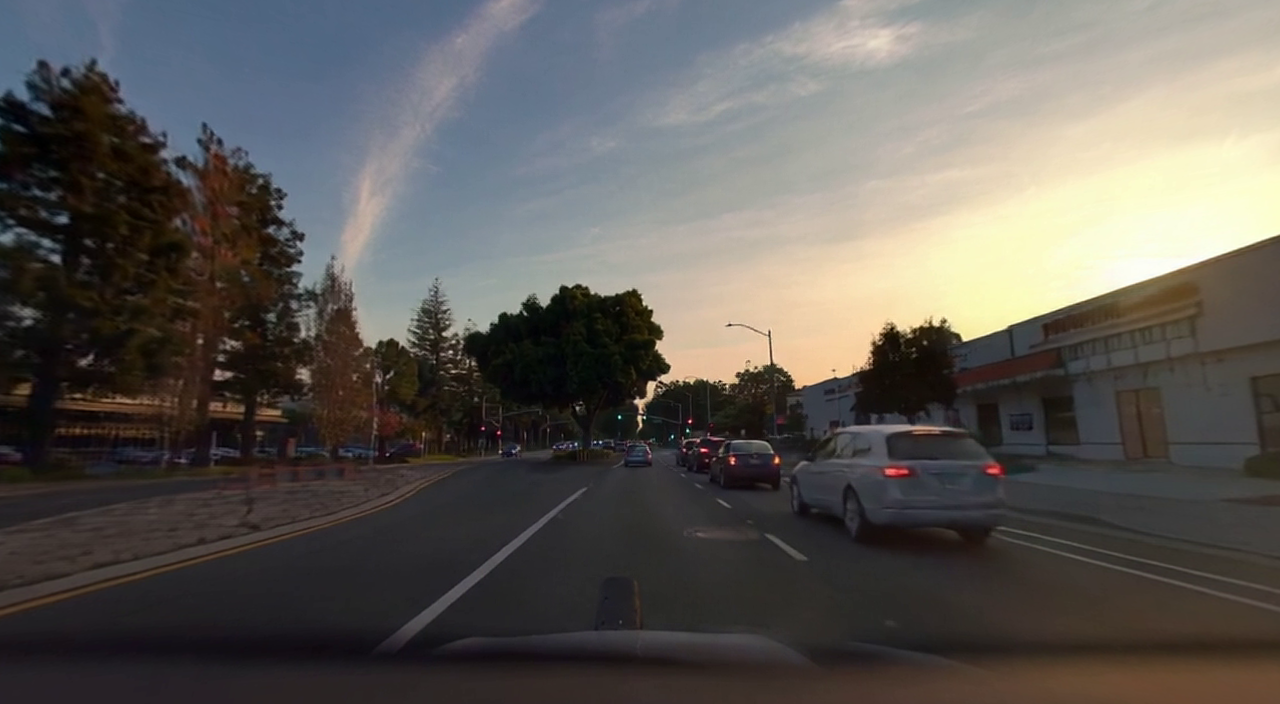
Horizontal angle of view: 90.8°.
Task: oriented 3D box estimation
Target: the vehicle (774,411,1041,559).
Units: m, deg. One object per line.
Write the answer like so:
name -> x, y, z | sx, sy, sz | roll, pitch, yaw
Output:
vehicle -> 3.496, 1.820, 9.317 | 2.085, 1.668, 4.077 | 0, -8, -1

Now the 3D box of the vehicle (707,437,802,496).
vehicle -> 3.173, 3.260, 18.471 | 1.864, 1.484, 4.662 | 0, -8, 0

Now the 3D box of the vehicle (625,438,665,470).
vehicle -> 0.214, 5.388, 33.549 | 2.023, 1.532, 3.891 | 0, -8, -1
